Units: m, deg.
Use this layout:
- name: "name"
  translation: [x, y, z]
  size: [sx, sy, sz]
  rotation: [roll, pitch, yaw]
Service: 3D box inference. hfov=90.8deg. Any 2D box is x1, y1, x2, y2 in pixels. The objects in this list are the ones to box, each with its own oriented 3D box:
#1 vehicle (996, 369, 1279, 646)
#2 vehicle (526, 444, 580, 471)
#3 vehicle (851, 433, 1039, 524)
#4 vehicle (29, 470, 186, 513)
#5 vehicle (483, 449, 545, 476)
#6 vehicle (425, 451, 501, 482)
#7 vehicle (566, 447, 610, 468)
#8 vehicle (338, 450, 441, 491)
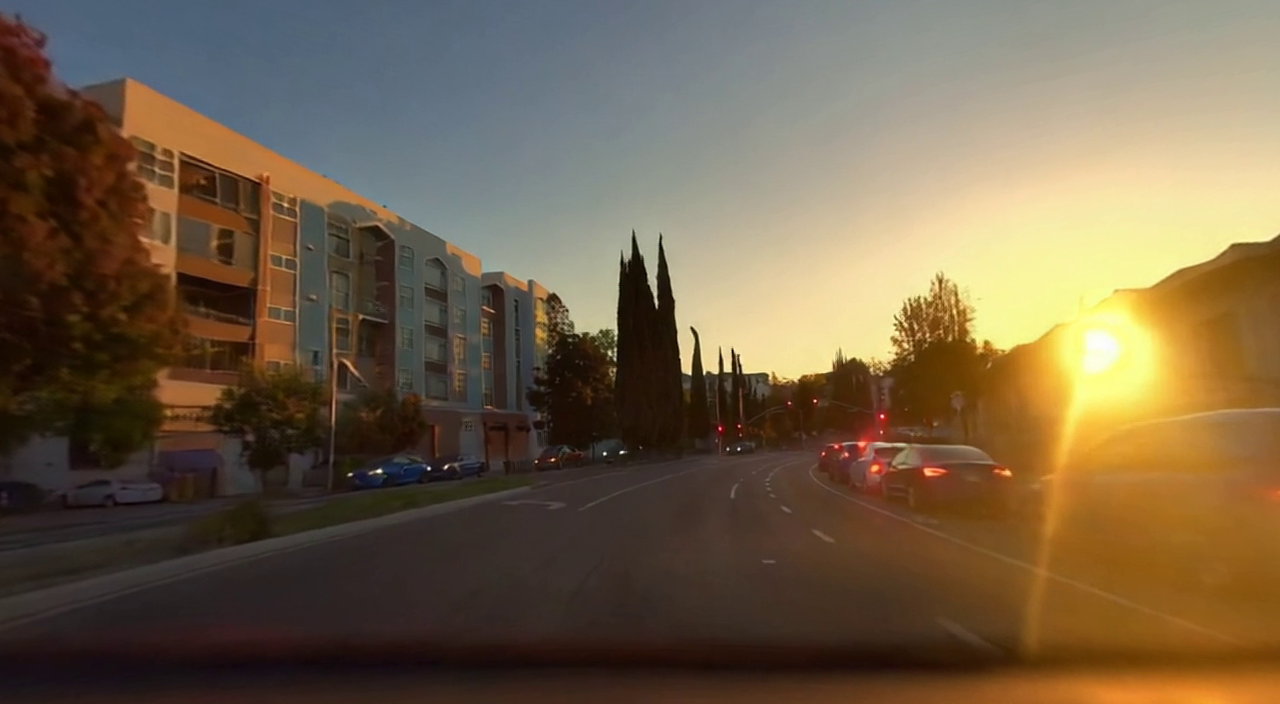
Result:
- name: "vehicle"
  translation: [5.282, 1.147, 5.018]
  size: [2.041, 1.811, 5.168]
  rotation: [-1, -9, 2]
- name: "vehicle"
  translation: [-5.917, 7.278, 43.836]
  size: [1.933, 1.759, 5.002]
  rotation: [-3, -9, 14]
- name: "vehicle"
  translation: [5.882, 2.465, 12.953]
  size: [1.977, 1.497, 4.680]
  rotation: [-1, -9, 7]
- name: "vehicle"
  translation: [-19.785, 5.183, 23.592]
  size: [4.178, 1.407, 2.012]
  rotation: [-1, -9, 6]
- name: "vehicle"
  translation: [-7.651, 6.745, 38.822]
  size: [1.811, 1.459, 4.702]
  rotation: [-3, -9, 15]
- name: "vehicle"
  translation: [-9.138, 5.929, 33.094]
  size: [1.841, 1.444, 4.554]
  rotation: [-2, -9, 13]
- name: "vehicle"
  translation: [-4.001, 8.212, 49.332]
  size: [1.830, 1.497, 4.436]
  rotation: [-3, -9, 19]
- name: "vehicle"
  translation: [-10.390, 4.933, 26.669]
  size: [1.882, 1.508, 4.476]
  rotation: [-2, -9, 10]
